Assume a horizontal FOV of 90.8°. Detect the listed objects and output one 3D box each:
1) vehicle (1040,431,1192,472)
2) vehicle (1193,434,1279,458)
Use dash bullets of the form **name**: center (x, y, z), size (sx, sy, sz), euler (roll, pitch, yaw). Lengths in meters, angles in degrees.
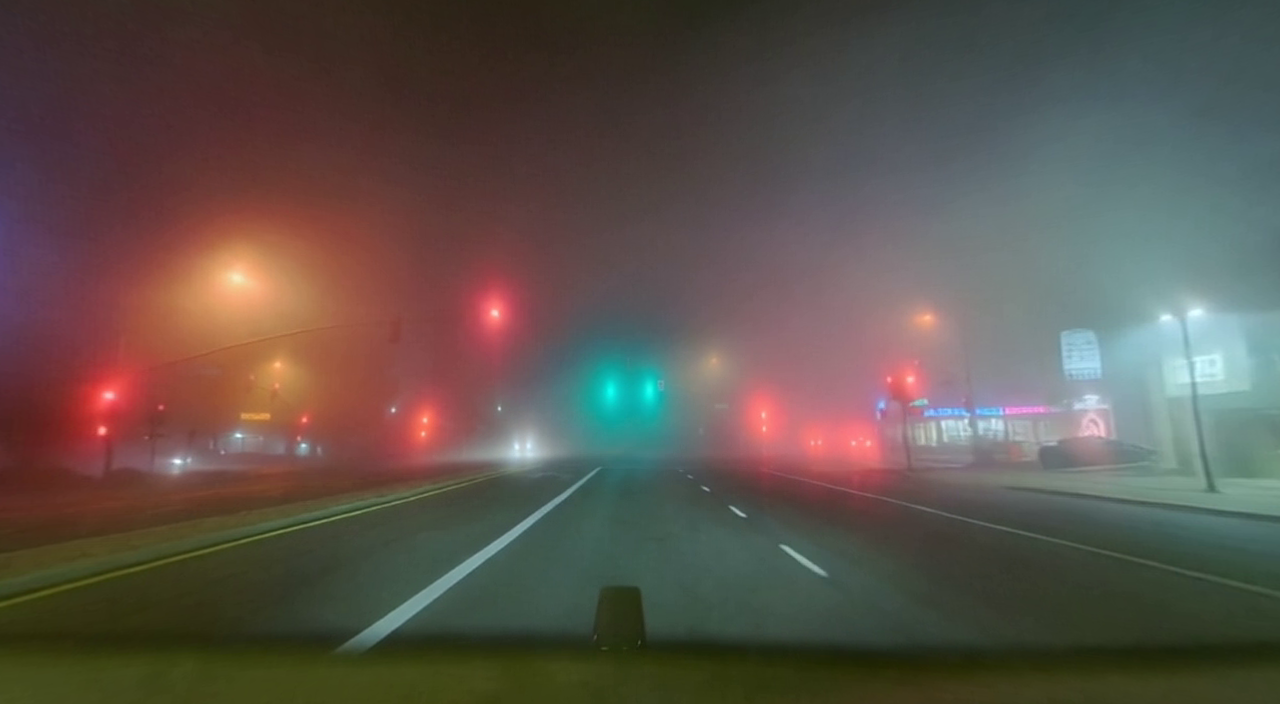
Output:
- **vehicle**: center (18.840, 3.947, 25.148), size (4.545, 1.511, 1.935), euler (0, -8, -3)
- **vehicle**: center (41.328, 6.487, 43.670), size (4.157, 1.552, 1.953), euler (-1, -8, 2)
